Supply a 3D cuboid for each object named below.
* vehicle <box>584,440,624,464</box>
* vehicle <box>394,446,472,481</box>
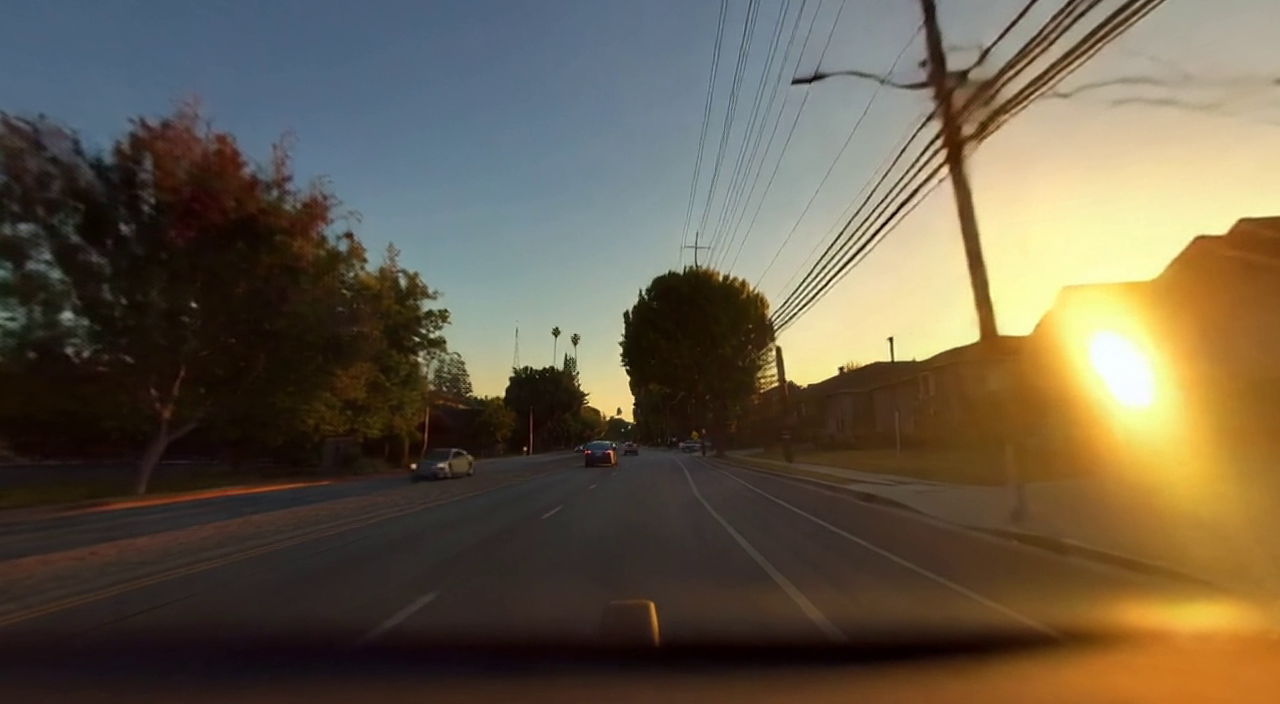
[{"bbox_3d":[-2.294,6.527,41.403,2.084,1.466,4.522,-1,-8,3],"label":"vehicle"},{"bbox_3d":[-9.903,5.330,30.571,2.106,1.524,4.624,0,-8,1],"label":"vehicle"}]
